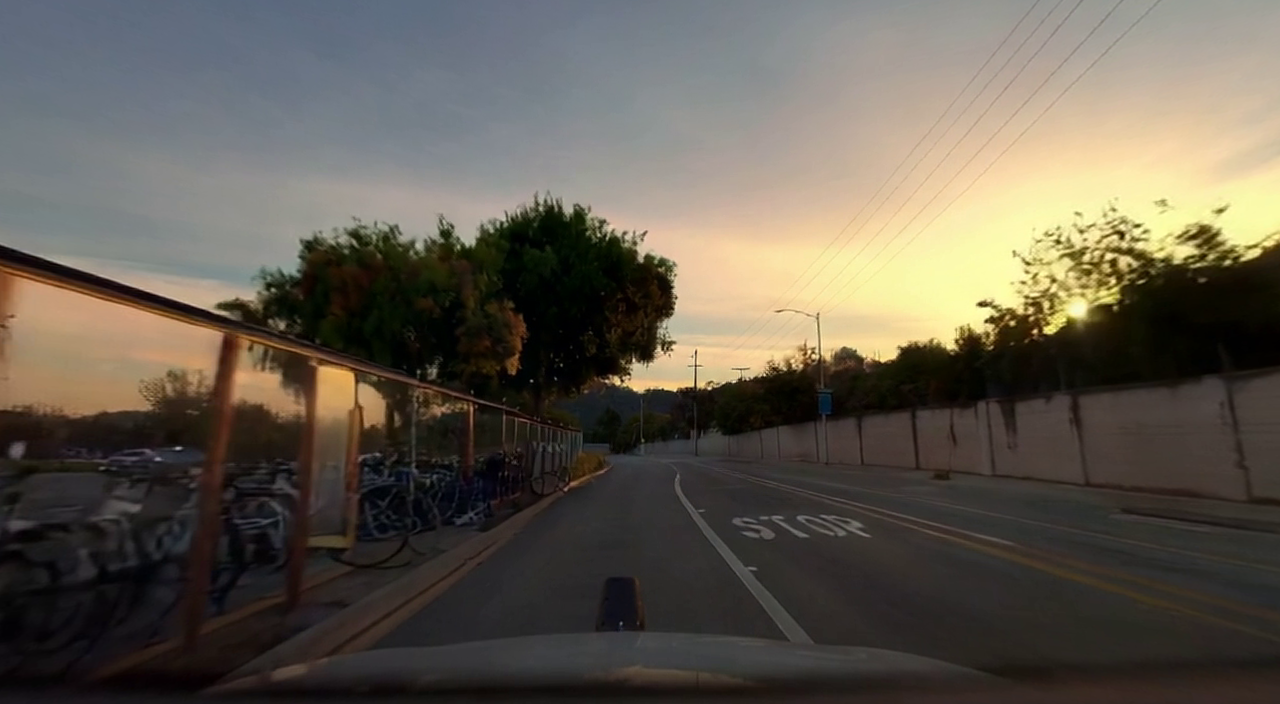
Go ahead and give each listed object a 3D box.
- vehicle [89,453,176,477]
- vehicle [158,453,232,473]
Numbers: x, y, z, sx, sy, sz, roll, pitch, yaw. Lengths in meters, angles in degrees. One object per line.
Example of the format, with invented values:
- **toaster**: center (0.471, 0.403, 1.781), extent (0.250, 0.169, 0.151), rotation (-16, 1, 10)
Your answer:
- **vehicle**: center (-33.017, 7.326, 41.195), extent (4.108, 1.480, 1.800), rotation (0, -9, 1)
- **vehicle**: center (-33.598, 8.373, 47.751), extent (4.205, 1.440, 1.823), rotation (-1, -9, 2)
